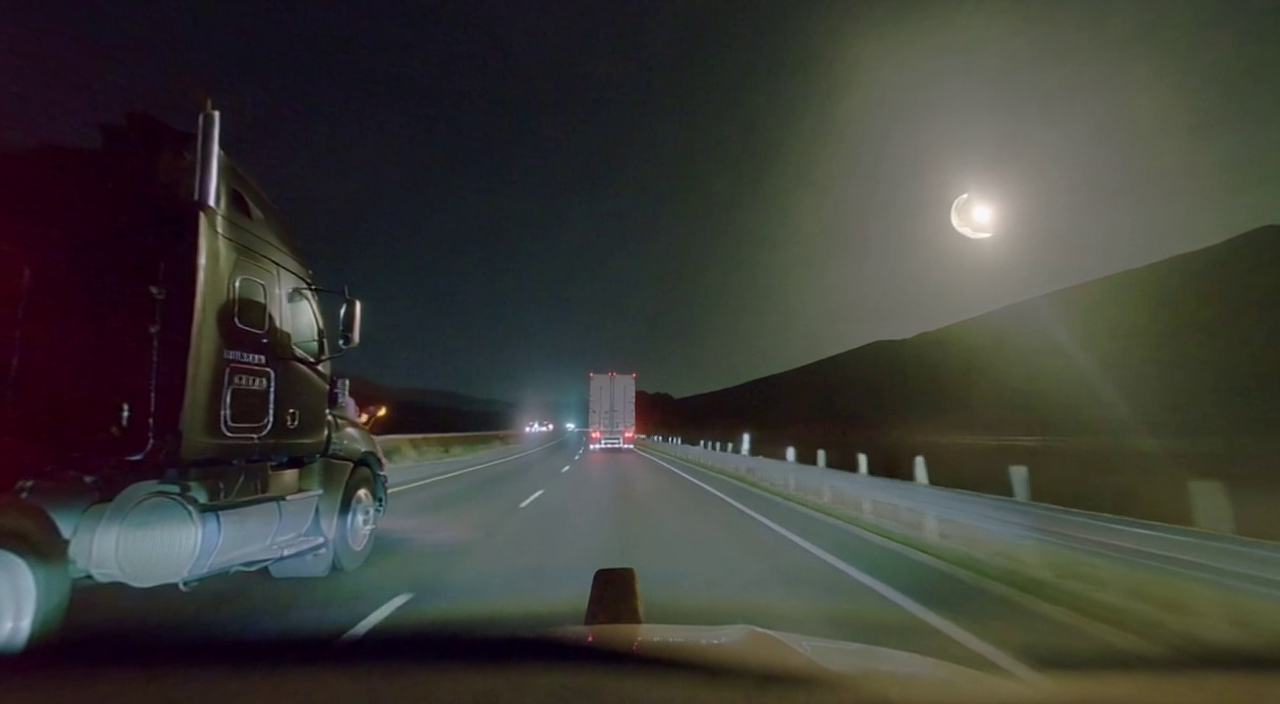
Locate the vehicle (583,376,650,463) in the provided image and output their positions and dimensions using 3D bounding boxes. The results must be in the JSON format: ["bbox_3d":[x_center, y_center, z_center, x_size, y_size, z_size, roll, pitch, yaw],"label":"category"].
[{"bbox_3d":[-1.343,3.768,34.130,3.023,3.965,10.402,0,-8,-3],"label":"vehicle"}]
